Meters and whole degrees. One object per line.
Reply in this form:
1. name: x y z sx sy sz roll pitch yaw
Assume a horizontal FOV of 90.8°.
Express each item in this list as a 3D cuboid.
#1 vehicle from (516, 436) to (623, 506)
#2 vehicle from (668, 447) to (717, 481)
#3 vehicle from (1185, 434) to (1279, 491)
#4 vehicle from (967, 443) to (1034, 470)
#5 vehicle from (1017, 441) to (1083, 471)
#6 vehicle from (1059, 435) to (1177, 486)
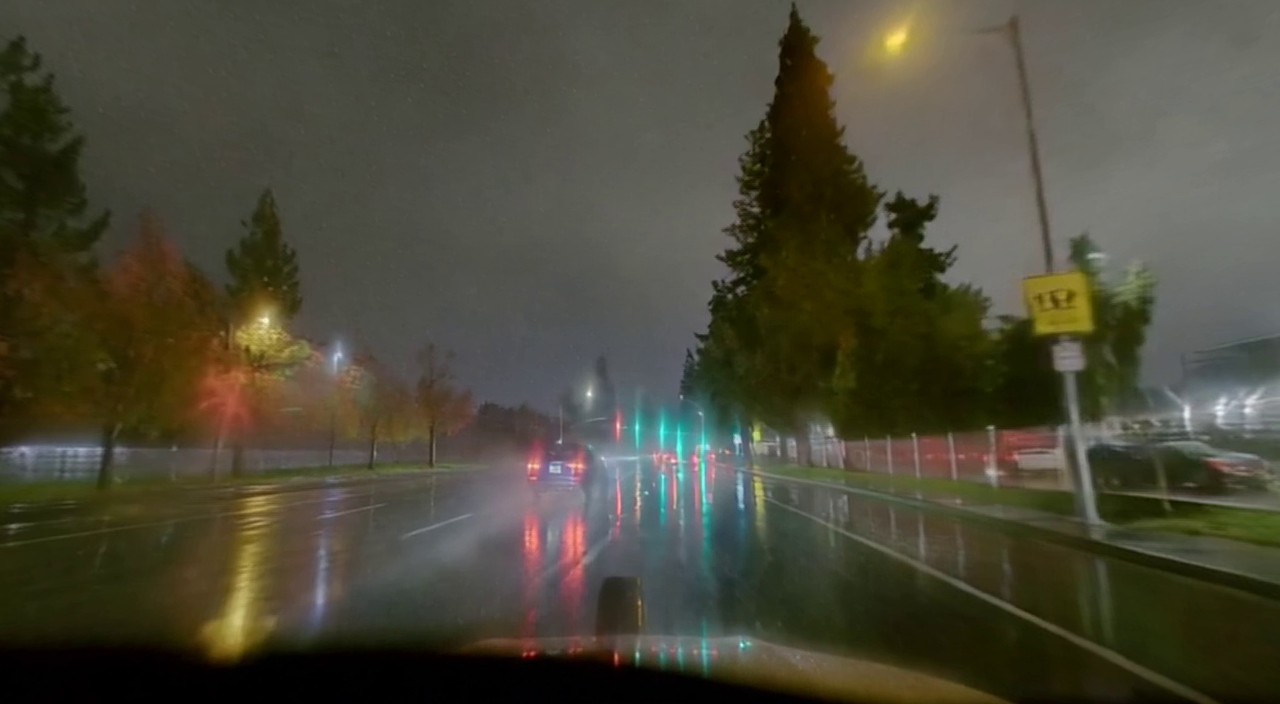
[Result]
1. vehicle: -1.770 3.246 17.665 2.105 1.676 4.541 -1 -9 5
2. vehicle: 2.504 5.291 30.161 2.147 1.474 4.083 -1 -9 4
3. vehicle: 17.170 3.101 18.008 2.131 1.437 4.325 -8 -12 43
4. vehicle: 20.940 6.024 36.647 4.404 1.469 1.947 7 -11 -41
5. vehicle: 22.849 5.754 35.106 2.039 1.440 4.655 -13 -14 43
6. vehicle: 15.725 3.500 20.682 4.830 1.459 2.041 8 -12 -41
